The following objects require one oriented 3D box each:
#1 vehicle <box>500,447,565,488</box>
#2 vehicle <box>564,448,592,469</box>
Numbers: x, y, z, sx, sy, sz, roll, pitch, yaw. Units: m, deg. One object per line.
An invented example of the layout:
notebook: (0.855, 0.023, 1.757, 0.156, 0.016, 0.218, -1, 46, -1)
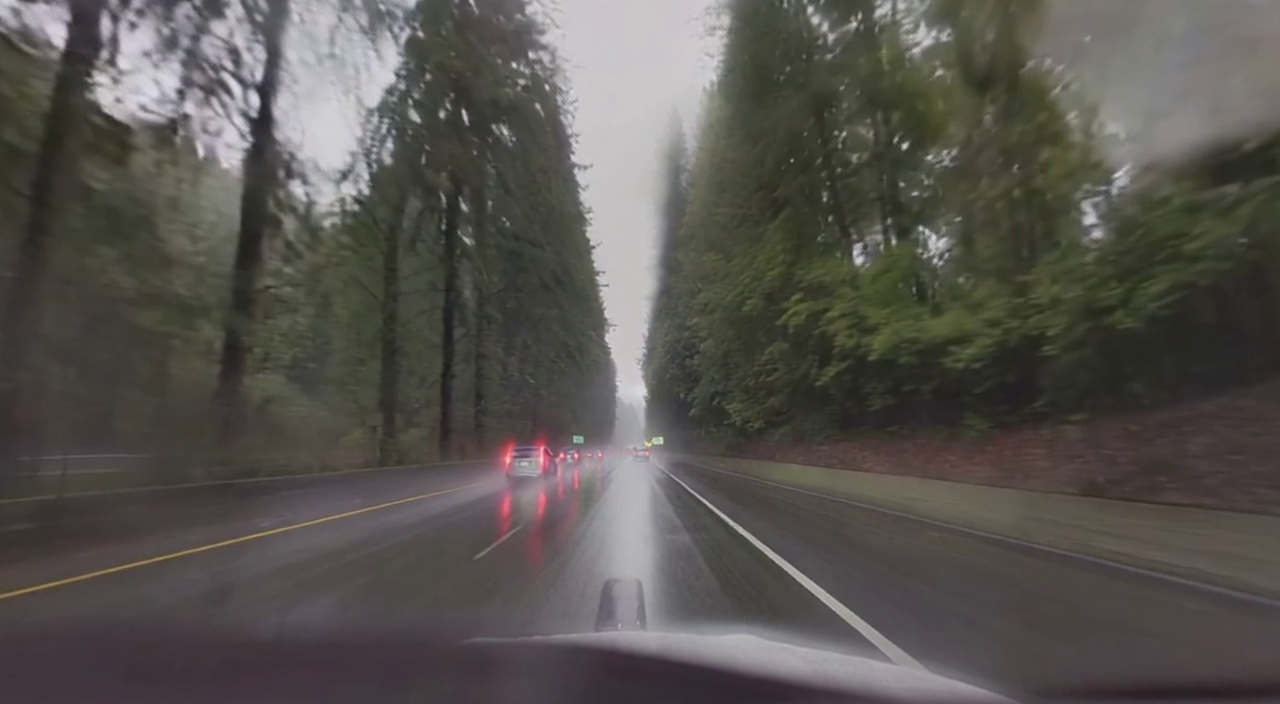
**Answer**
vehicle: (-4.177, 4.528, 25.081, 1.897, 1.481, 3.859, 0, -9, 0)
vehicle: (-4.761, 8.241, 49.010, 1.838, 1.508, 4.317, 0, -9, -1)
